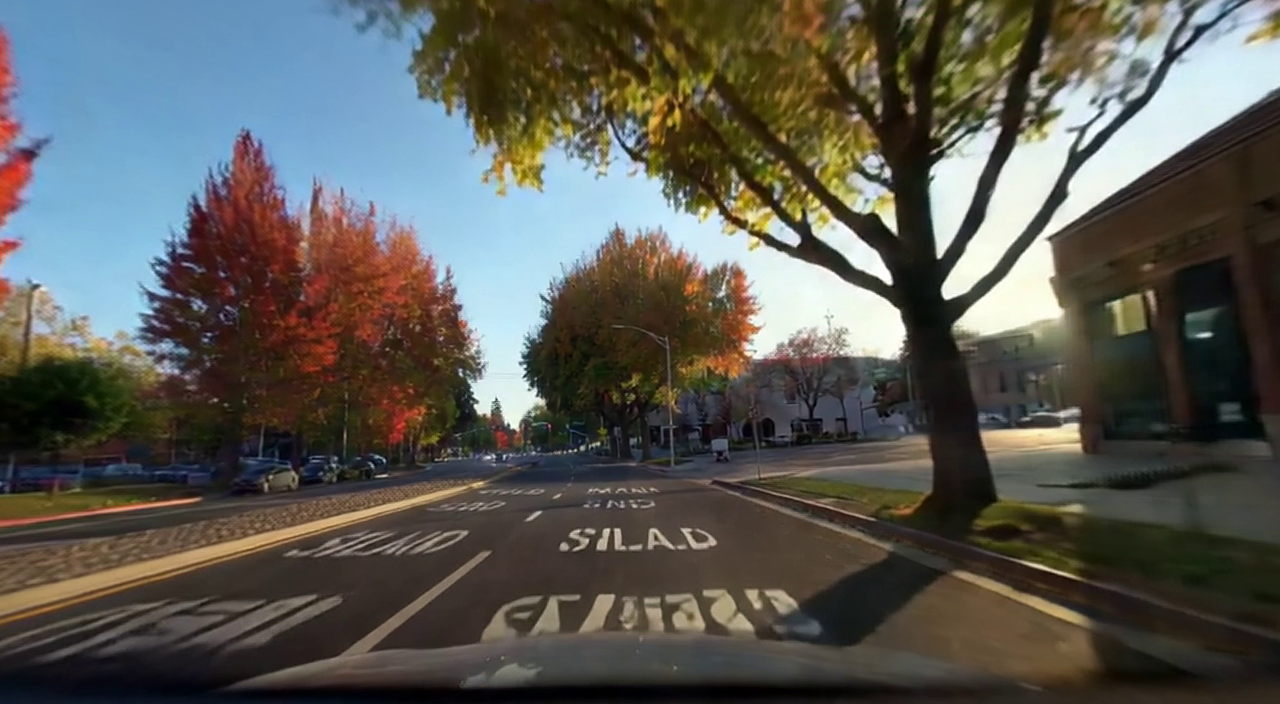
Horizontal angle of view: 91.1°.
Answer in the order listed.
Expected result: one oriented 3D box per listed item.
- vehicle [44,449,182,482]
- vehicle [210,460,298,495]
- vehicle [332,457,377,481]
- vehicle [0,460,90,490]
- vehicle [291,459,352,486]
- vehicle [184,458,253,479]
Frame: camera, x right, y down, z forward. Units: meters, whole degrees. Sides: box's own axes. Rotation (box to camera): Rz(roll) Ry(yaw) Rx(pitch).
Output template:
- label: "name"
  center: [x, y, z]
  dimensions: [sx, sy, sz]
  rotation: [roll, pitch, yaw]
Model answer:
- label: "vehicle"
  center: [-30.455, 6.584, 36.455]
  dimensions: [5.746, 1.807, 2.140]
  rotation: [1, -9, -6]
- label: "vehicle"
  center: [-19.582, 6.355, 32.069]
  dimensions: [1.956, 1.550, 4.375]
  rotation: [1, -9, -4]
- label: "vehicle"
  center: [-21.275, 8.720, 46.959]
  dimensions: [1.896, 1.495, 4.108]
  rotation: [-4, -9, -7]
- label: "vehicle"
  center: [-30.055, 6.099, 31.187]
  dimensions: [3.598, 1.407, 1.740]
  rotation: [1, -9, -5]
- label: "vehicle"
  center: [-20.518, 7.752, 40.632]
  dimensions: [1.887, 1.490, 4.432]
  rotation: [1, -9, -4]
- label: "vehicle"
  center: [-31.723, 8.760, 47.331]
  dimensions: [3.852, 1.494, 1.817]
  rotation: [1, -9, -4]
